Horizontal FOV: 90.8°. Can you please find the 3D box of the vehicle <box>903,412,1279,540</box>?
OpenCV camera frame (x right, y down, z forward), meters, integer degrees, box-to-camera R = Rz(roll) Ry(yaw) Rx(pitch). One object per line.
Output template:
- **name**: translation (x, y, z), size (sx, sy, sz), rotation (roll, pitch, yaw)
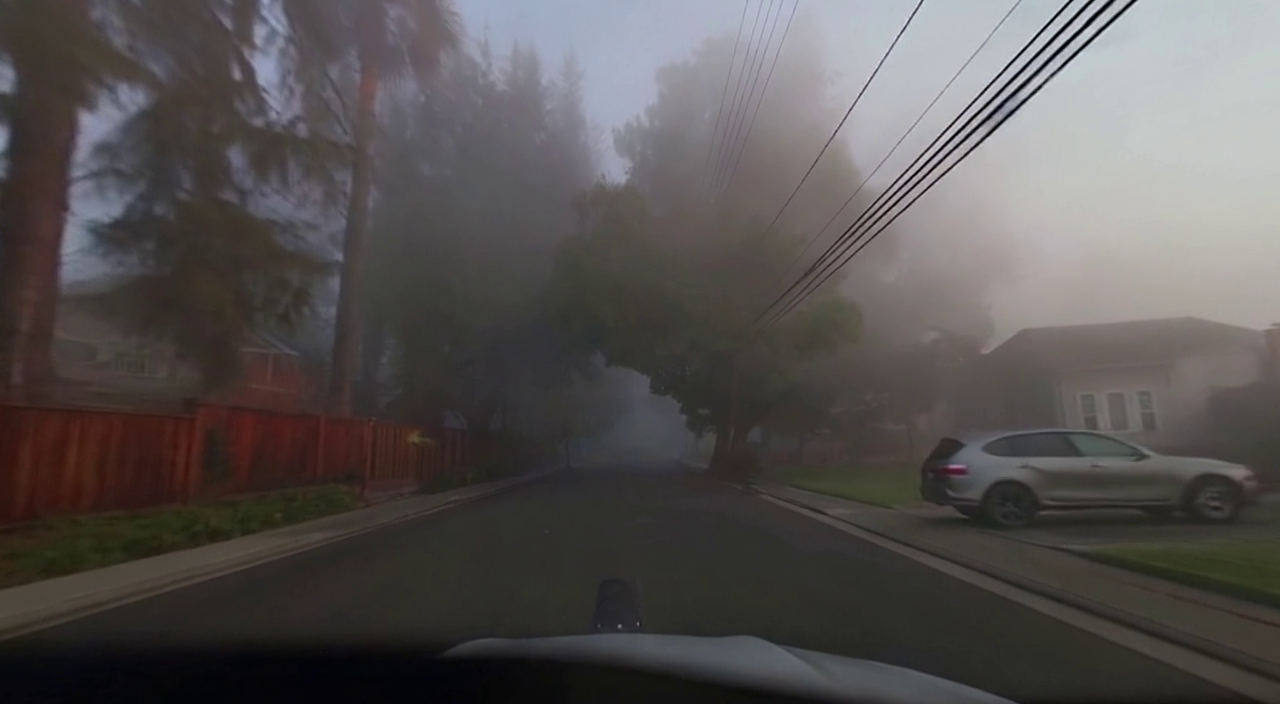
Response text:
- **vehicle**: translation (7.225, 1.977, 10.423), size (4.806, 1.851, 2.050), rotation (0, -9, 3)
